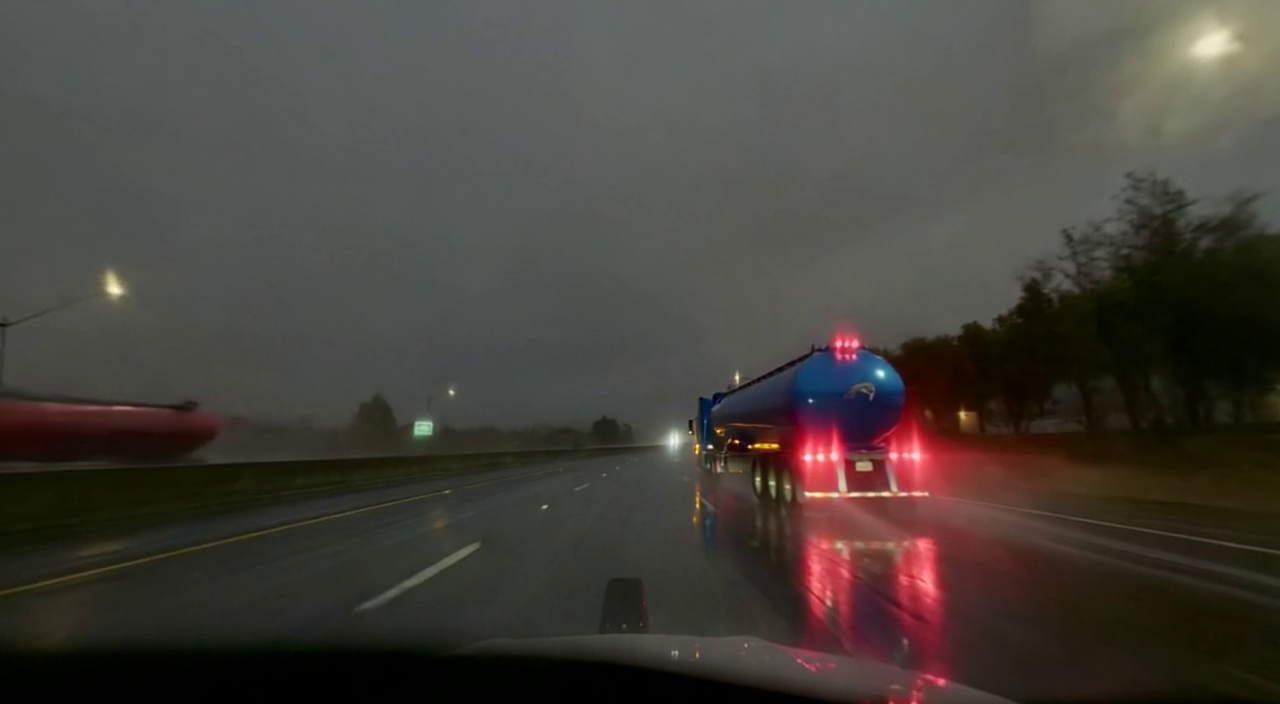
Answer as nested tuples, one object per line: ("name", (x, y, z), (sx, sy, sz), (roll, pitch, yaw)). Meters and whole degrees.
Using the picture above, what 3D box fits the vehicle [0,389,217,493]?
("vehicle", (-24.646, 4.185, 29.530), (2.789, 4.030, 9.306), (-1, -8, 3))

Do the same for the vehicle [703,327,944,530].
("vehicle", (3.968, 2.397, 18.455), (2.880, 3.624, 14.397), (0, -8, 1))
